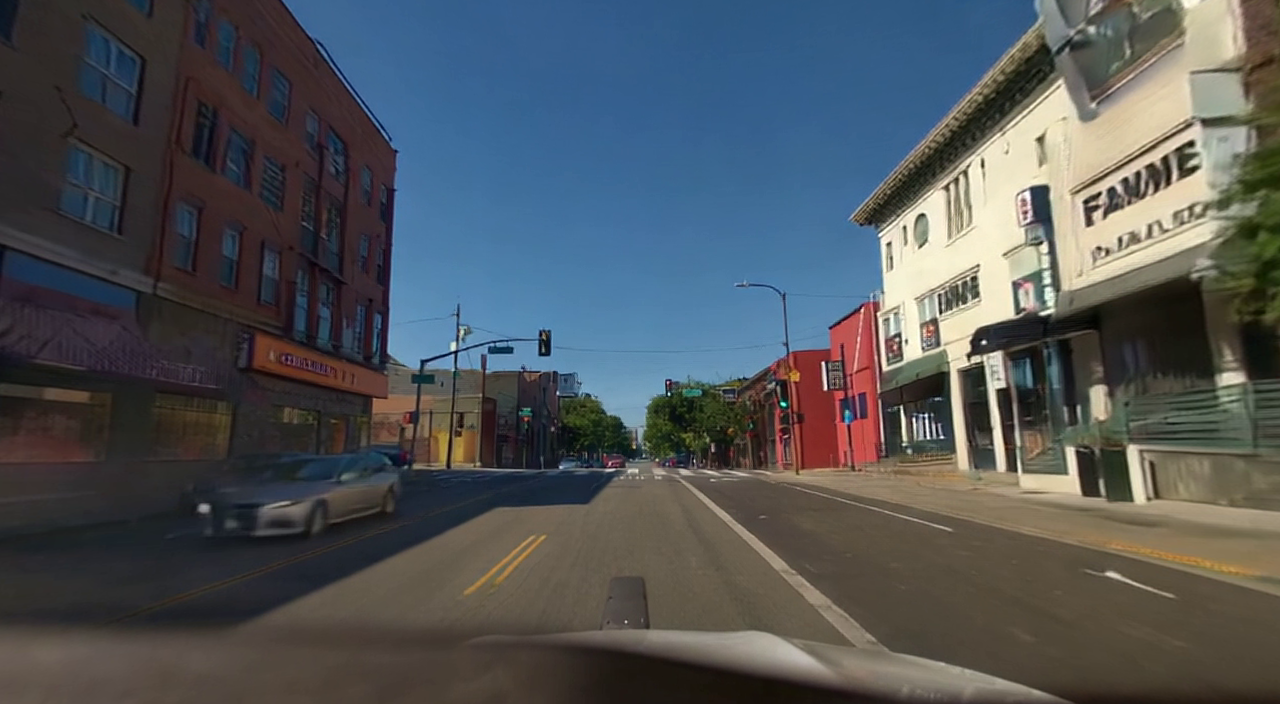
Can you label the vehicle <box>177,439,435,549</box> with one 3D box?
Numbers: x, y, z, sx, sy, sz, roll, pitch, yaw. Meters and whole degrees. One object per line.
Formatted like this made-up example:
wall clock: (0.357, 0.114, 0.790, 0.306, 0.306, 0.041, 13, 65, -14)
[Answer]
vehicle: (-5.333, 2.294, 10.964, 1.984, 1.489, 4.515, 0, -9, 0)
